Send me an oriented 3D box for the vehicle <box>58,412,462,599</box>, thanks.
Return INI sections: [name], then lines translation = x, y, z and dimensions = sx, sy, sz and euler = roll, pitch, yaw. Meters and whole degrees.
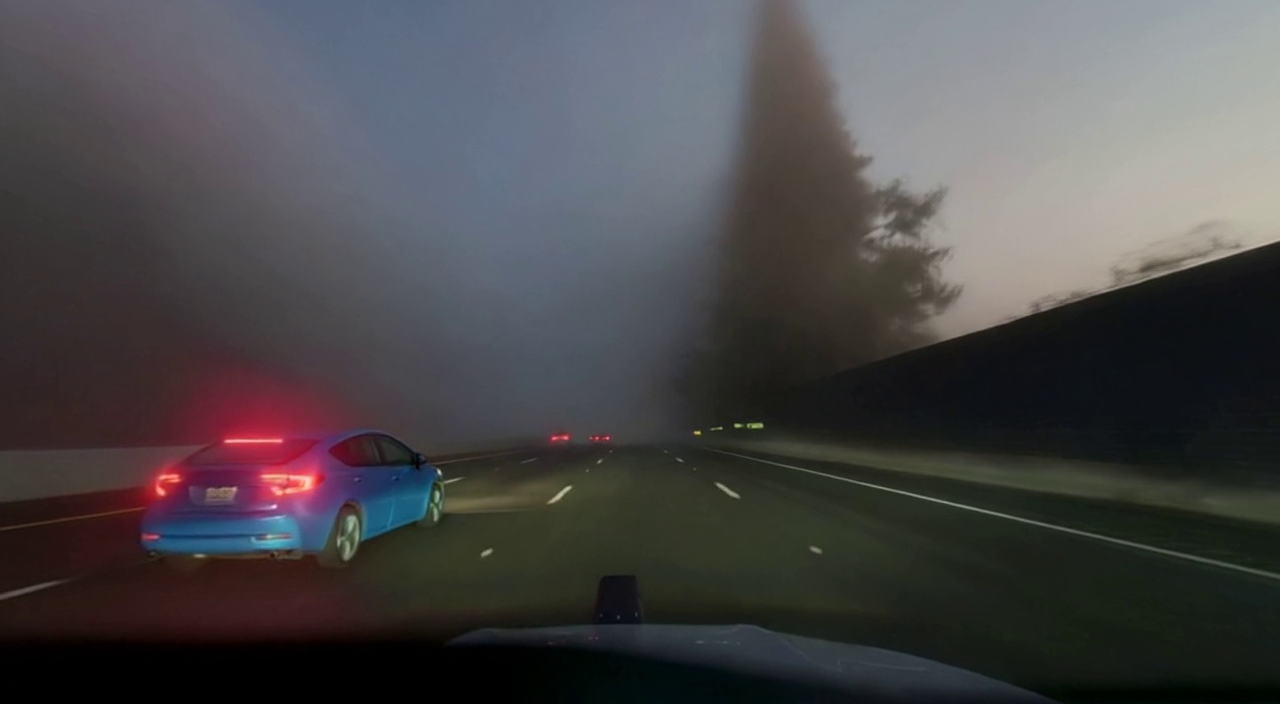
[vehicle]
translation = -3.632, 1.503, 7.075
dimensions = 2.079, 1.500, 3.881
euler = 0, -8, 1
